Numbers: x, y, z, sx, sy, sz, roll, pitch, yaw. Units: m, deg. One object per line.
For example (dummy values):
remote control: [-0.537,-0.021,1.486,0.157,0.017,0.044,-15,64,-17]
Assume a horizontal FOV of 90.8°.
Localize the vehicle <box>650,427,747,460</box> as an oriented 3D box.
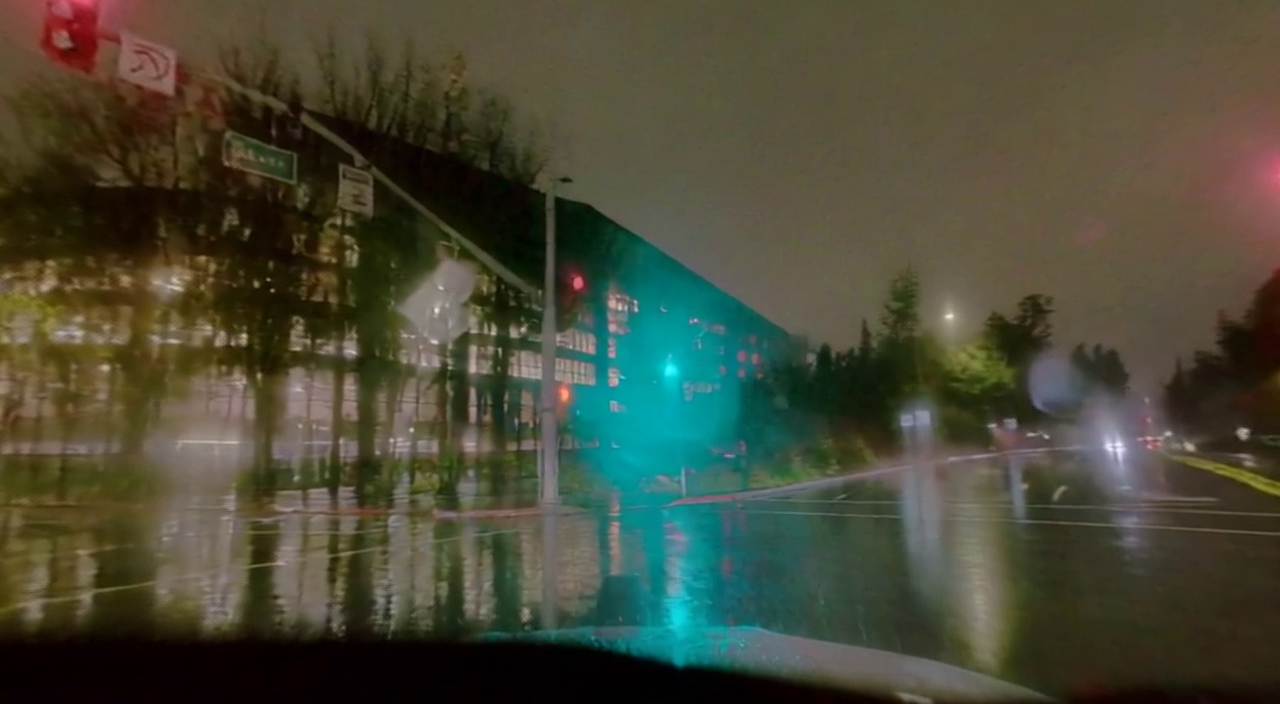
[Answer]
vehicle: [3.063,4.861,33.412,4.765,1.593,1.891,-5,-10,30]
